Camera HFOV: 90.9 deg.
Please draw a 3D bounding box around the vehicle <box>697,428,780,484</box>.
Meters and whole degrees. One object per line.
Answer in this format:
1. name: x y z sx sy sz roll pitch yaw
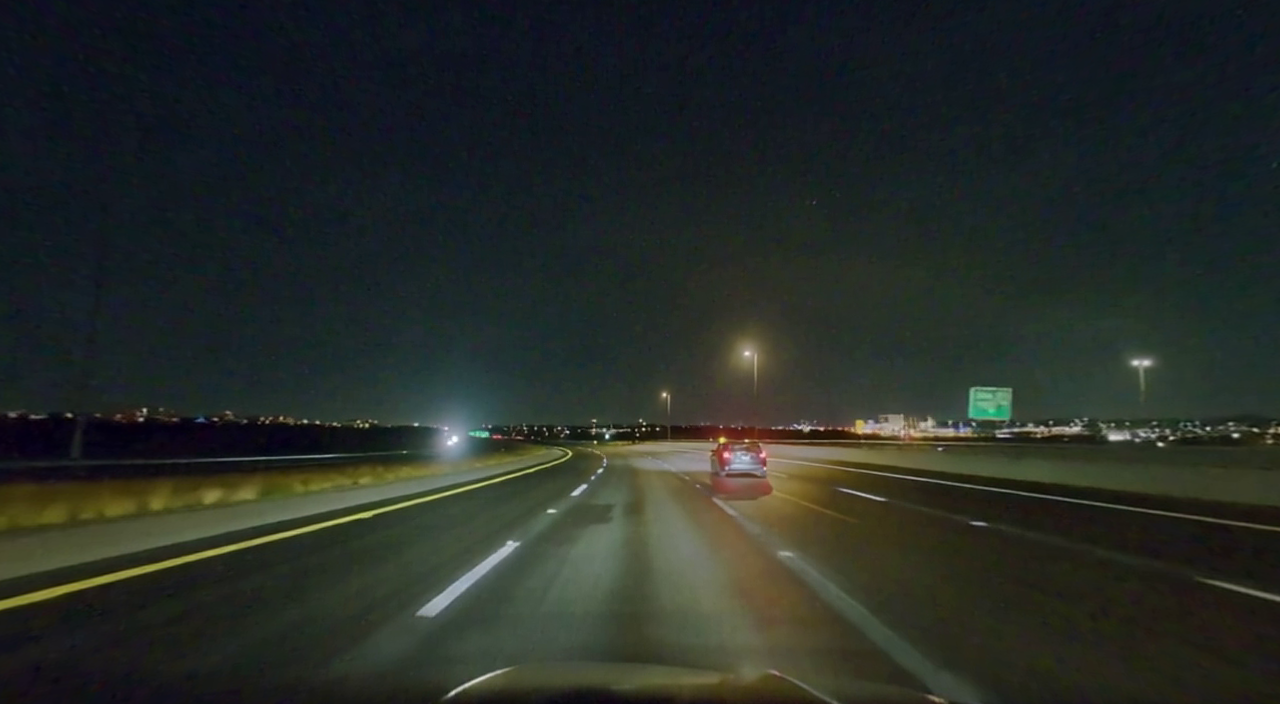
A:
1. vehicle: 3.234 3.526 21.714 2.059 1.715 4.192 0 -8 -2
